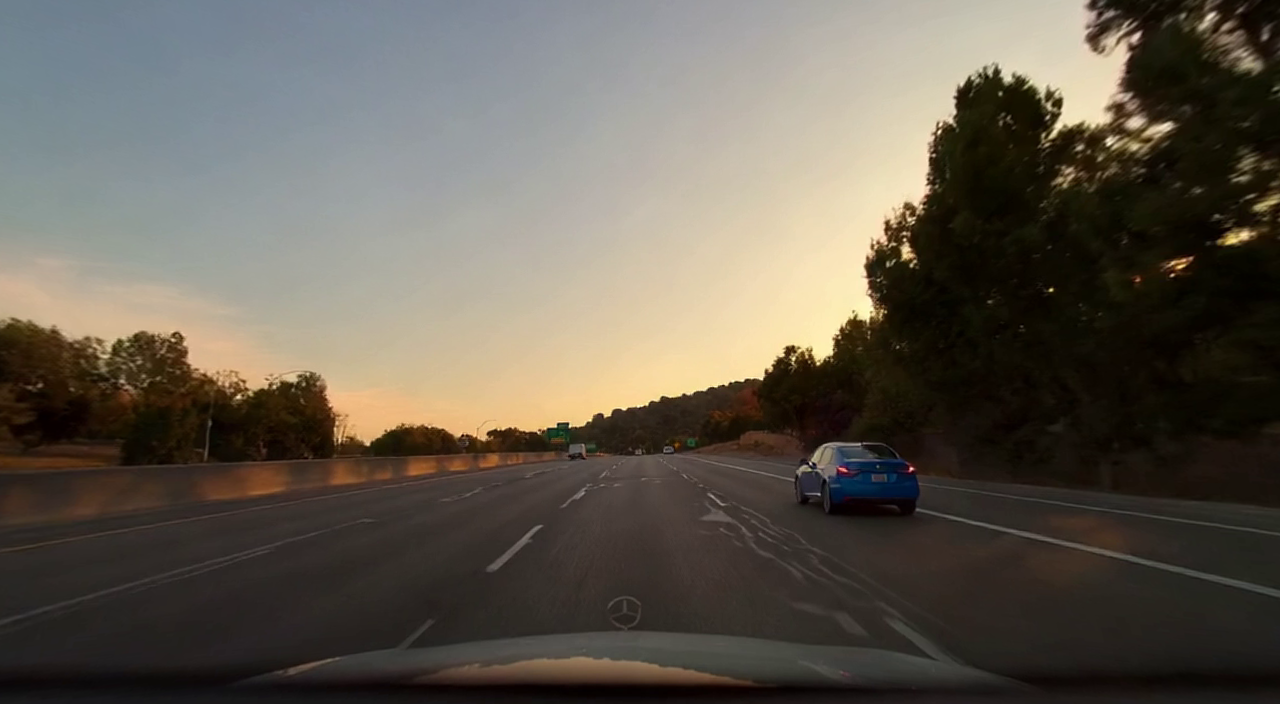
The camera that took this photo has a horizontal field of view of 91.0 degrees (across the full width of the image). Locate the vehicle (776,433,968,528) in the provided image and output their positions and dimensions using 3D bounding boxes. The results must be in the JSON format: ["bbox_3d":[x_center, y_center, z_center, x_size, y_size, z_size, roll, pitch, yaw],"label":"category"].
[{"bbox_3d":[4.185,2.393,12.290,2.033,1.501,4.398,0,-9,0],"label":"vehicle"}]
